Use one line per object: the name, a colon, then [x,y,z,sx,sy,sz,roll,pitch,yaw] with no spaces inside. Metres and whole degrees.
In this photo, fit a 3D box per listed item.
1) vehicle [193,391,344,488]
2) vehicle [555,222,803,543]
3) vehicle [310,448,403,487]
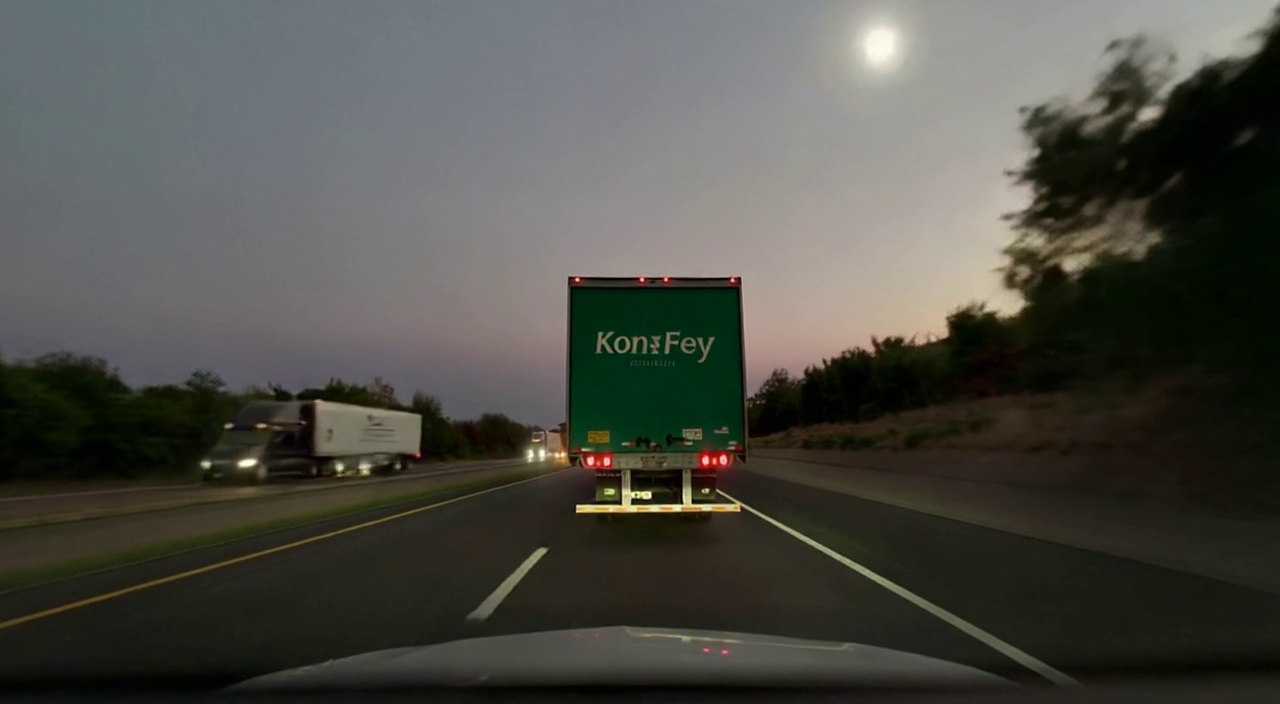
vehicle: [-16.460,4.011,28.566,3.001,3.922,5.958,0,-9,1]
vehicle: [0.495,1.453,15.683,3.230,4.377,14.405,0,-9,0]
vehicle: [-12.016,4.900,27.033,1.944,1.486,4.229,0,-9,1]
